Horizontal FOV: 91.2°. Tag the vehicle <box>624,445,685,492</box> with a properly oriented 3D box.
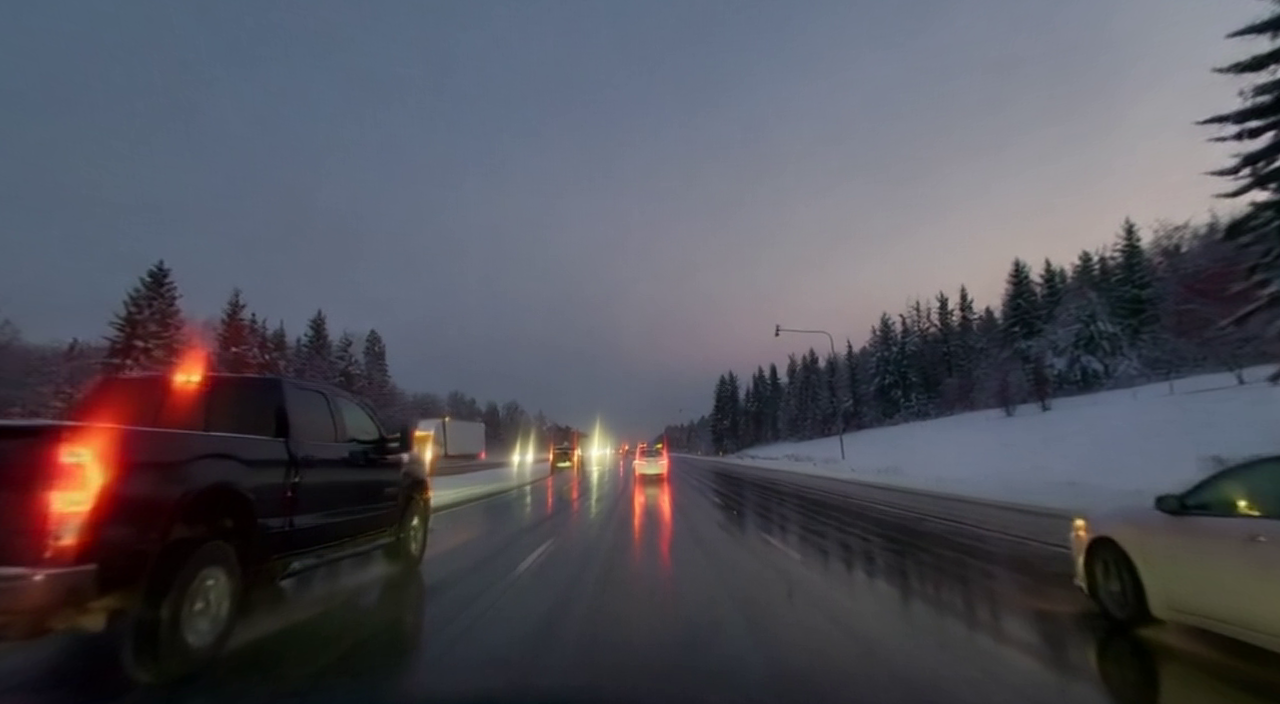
[{"bbox_3d":[0.460,4.168,22.816,2.015,1.526,4.286,0,-9,-1],"label":"vehicle"}]

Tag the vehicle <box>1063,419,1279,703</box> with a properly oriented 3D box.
[{"bbox_3d":[4.239,1.018,2.717,1.961,1.491,4.035,0,-9,0],"label":"vehicle"}]

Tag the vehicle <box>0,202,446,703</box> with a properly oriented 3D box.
[{"bbox_3d":[-3.986,0.984,5.703,2.523,2.458,6.022,0,-9,0],"label":"vehicle"}]

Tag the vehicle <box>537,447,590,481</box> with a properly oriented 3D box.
[{"bbox_3d":[-3.583,5.337,30.183,1.940,1.502,4.463,0,-9,0],"label":"vehicle"}]
